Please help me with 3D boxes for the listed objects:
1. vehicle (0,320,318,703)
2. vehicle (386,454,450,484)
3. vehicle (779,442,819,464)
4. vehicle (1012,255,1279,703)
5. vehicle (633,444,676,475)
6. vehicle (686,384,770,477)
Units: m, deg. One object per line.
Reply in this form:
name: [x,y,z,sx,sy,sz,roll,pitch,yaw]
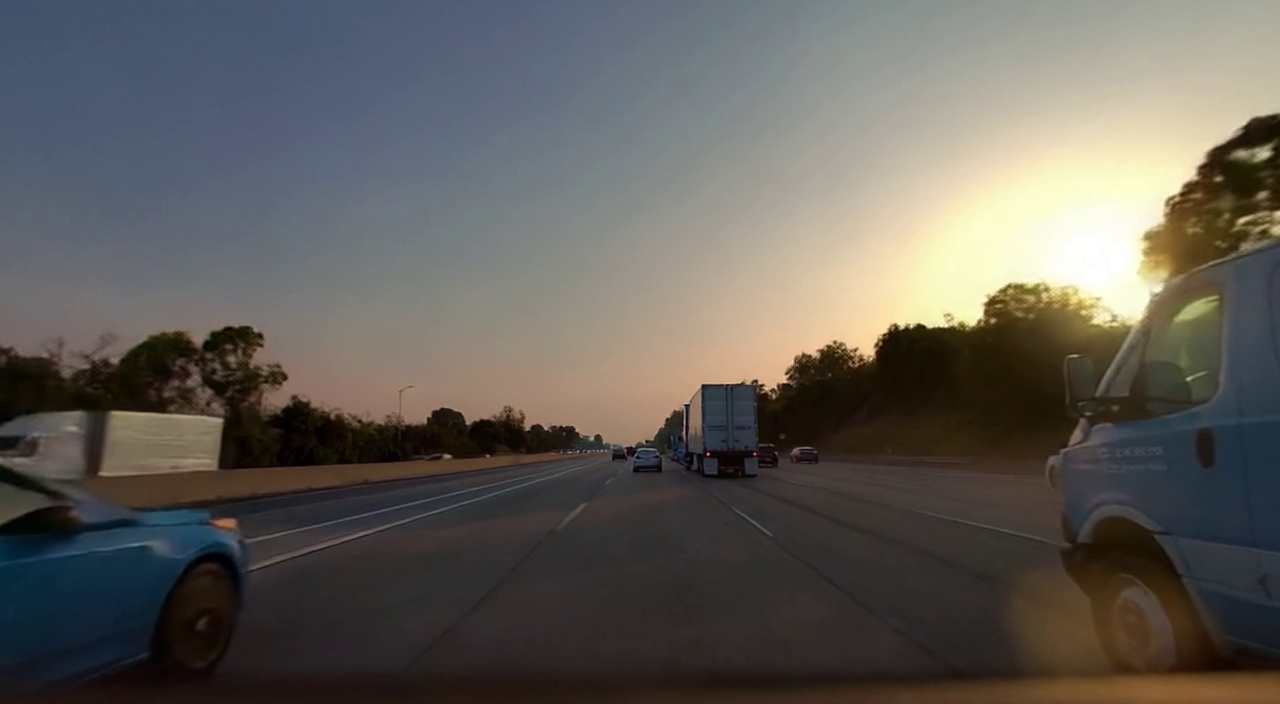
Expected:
vehicle: [-3.180,0.721,1.620,2.237,1.745,4.575,0,-9,1]
vehicle: [-12.473,6.571,35.723,1.911,1.488,4.387,0,-9,1]
vehicle: [11.439,7.289,45.589,1.876,1.552,3.640,0,-9,0]
vehicle: [3.760,0.448,1.281,2.441,2.017,5.739,0,-9,0]
vehicle: [0.704,5.536,32.733,2.063,1.469,4.208,0,-9,0]
vehicle: [4.342,4.401,34.158,2.821,4.077,12.562,0,-9,1]
